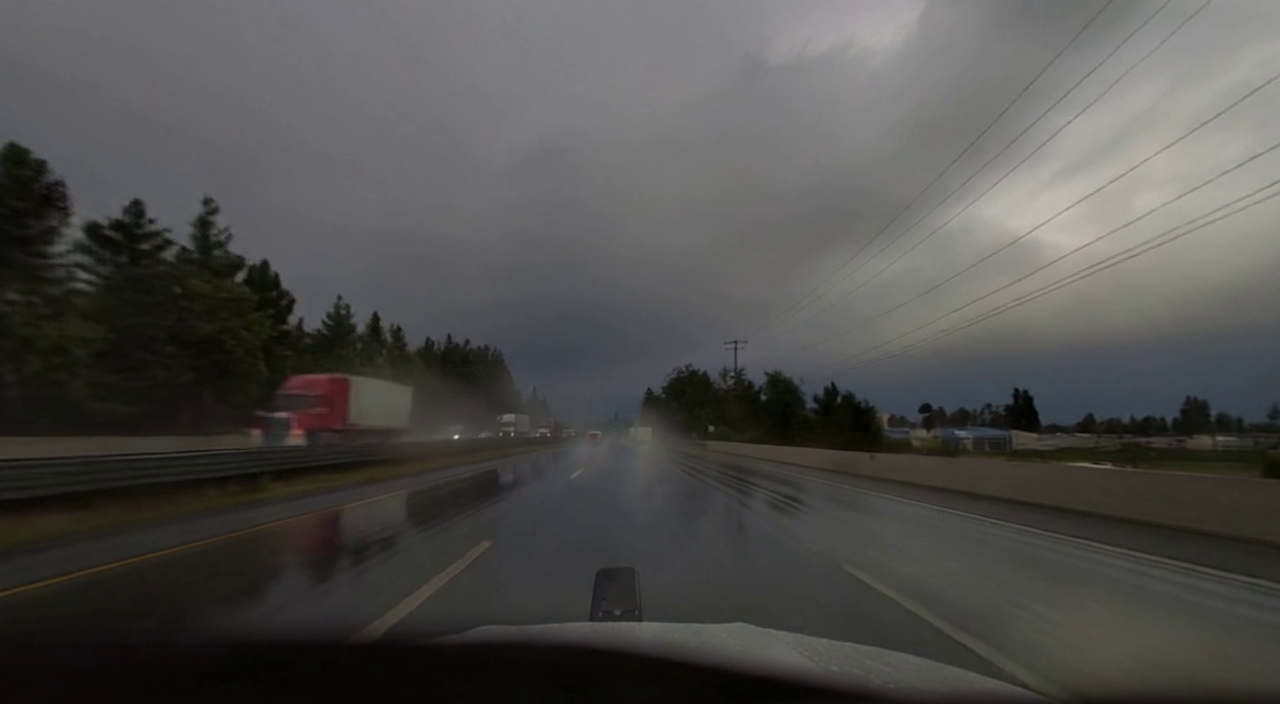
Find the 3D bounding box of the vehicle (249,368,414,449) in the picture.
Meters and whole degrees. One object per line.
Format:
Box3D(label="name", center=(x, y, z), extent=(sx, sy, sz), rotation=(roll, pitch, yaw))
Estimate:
Box3D(label="vehicle", center=(-17.495, 3.633, 37.525), extent=(3.576, 3.966, 13.138), rotation=(0, -8, -2))
